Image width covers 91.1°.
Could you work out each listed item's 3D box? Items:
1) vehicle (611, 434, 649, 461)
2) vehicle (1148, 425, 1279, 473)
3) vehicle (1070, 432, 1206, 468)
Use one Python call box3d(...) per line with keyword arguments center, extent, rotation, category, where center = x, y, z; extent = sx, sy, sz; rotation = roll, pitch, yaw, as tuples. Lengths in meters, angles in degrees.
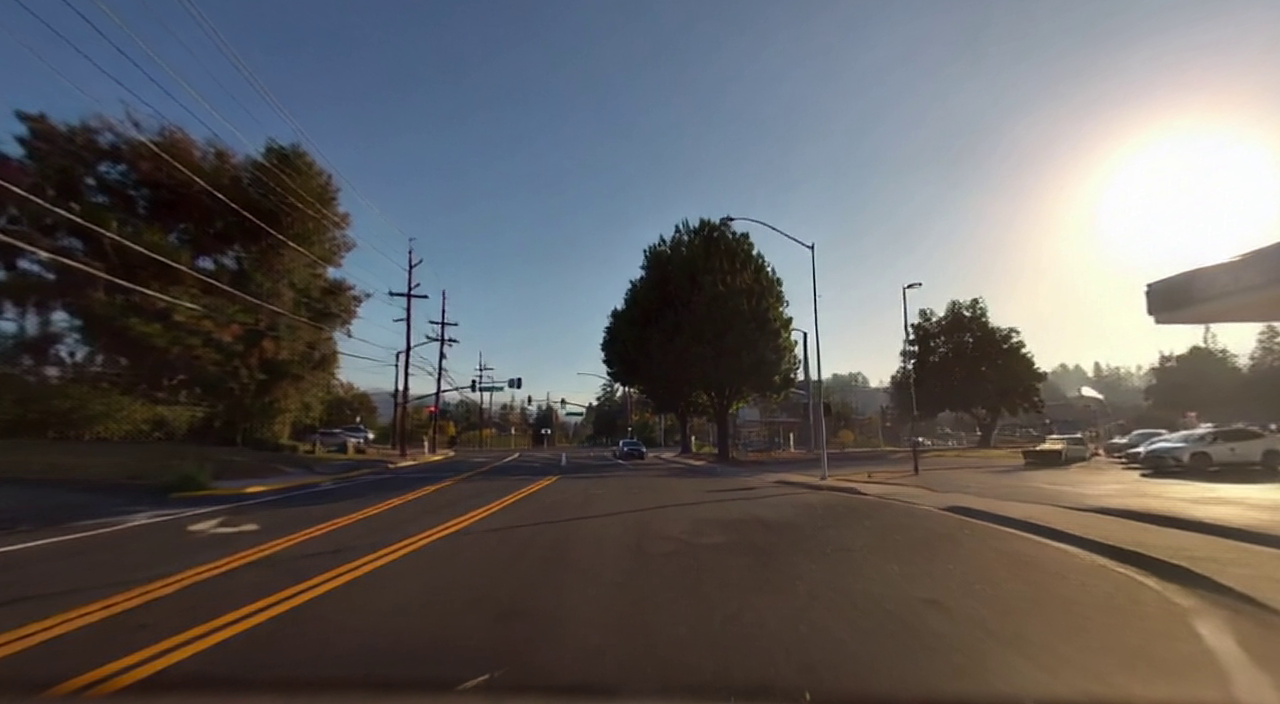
box3d(center=(-0.805, 7.139, 47.074), extent=(2.300, 1.868, 4.690), rotation=(1, -9, -8), category="vehicle")
box3d(center=(23.255, 3.848, 25.004), extent=(4.594, 1.790, 2.042), rotation=(2, -8, -9), category="vehicle")
box3d(center=(22.028, 4.336, 27.867), extent=(4.661, 1.476, 1.943), rotation=(1, -9, -9), category="vehicle")
